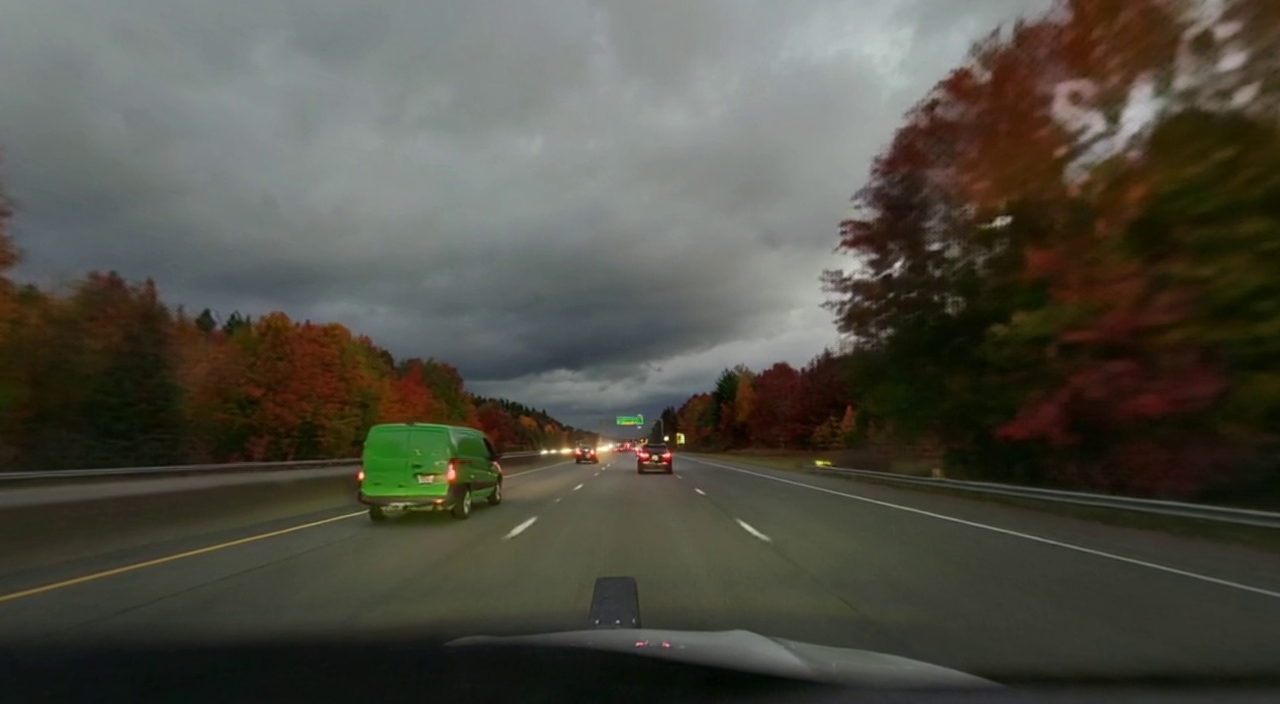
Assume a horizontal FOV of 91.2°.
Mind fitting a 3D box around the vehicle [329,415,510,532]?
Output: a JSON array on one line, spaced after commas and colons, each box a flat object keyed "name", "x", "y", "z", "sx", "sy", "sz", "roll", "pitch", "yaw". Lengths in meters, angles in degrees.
[{"name": "vehicle", "x": -3.833, "y": 2.185, "z": 11.751, "sx": 2.021, "sy": 1.790, "sz": 3.907, "roll": 0, "pitch": -9, "yaw": -1}]

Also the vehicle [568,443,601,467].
[{"name": "vehicle", "x": -4.110, "y": 7.702, "z": 46.919, "sx": 2.088, "sy": 1.688, "sz": 4.365, "roll": 0, "pitch": -9, "yaw": -1}]

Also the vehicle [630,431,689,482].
[{"name": "vehicle", "x": 0.700, "y": 4.363, "z": 26.283, "sx": 2.179, "sy": 1.930, "sz": 4.538, "roll": 0, "pitch": -9, "yaw": -2}]
